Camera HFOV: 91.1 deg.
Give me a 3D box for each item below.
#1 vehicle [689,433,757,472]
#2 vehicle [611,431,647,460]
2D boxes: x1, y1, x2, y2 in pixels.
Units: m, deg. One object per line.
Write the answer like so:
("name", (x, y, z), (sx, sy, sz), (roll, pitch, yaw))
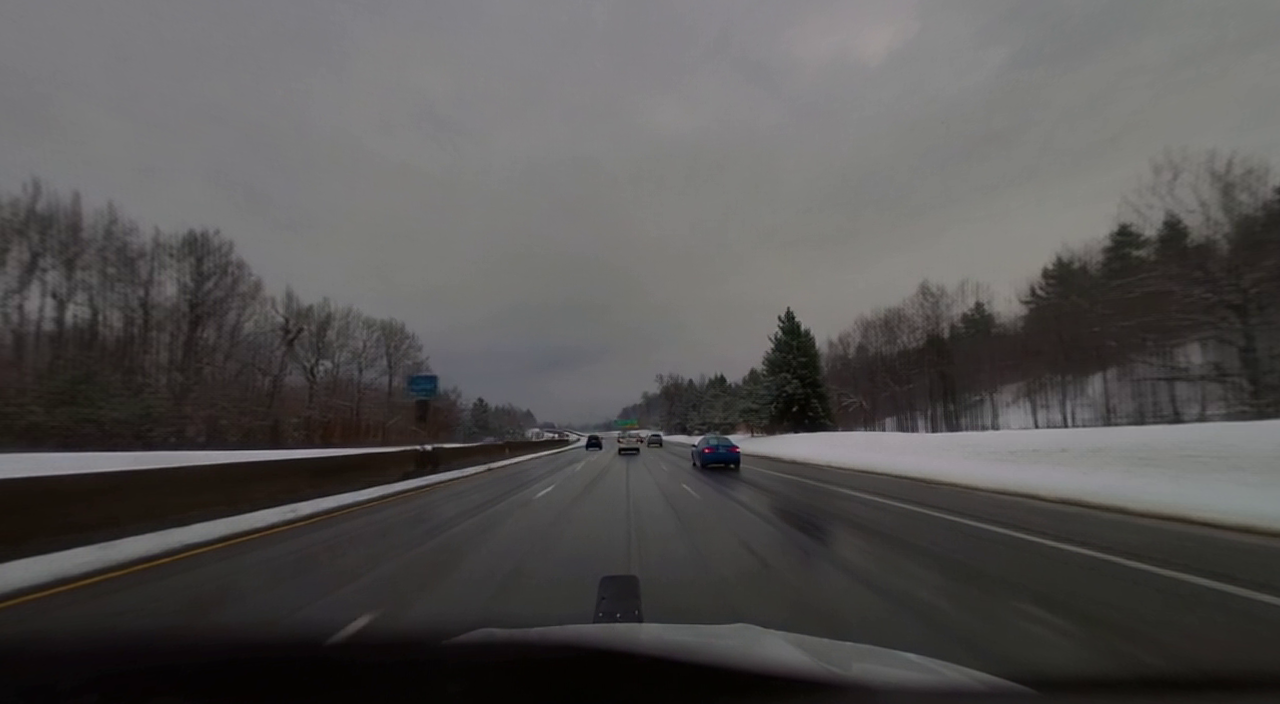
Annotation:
("vehicle", (3.371, 4.158, 26.351), (2.056, 1.479, 4.660), (0, -8, -2))
("vehicle", (-0.688, 5.924, 39.977), (2.182, 1.680, 4.253), (0, -8, -1))
